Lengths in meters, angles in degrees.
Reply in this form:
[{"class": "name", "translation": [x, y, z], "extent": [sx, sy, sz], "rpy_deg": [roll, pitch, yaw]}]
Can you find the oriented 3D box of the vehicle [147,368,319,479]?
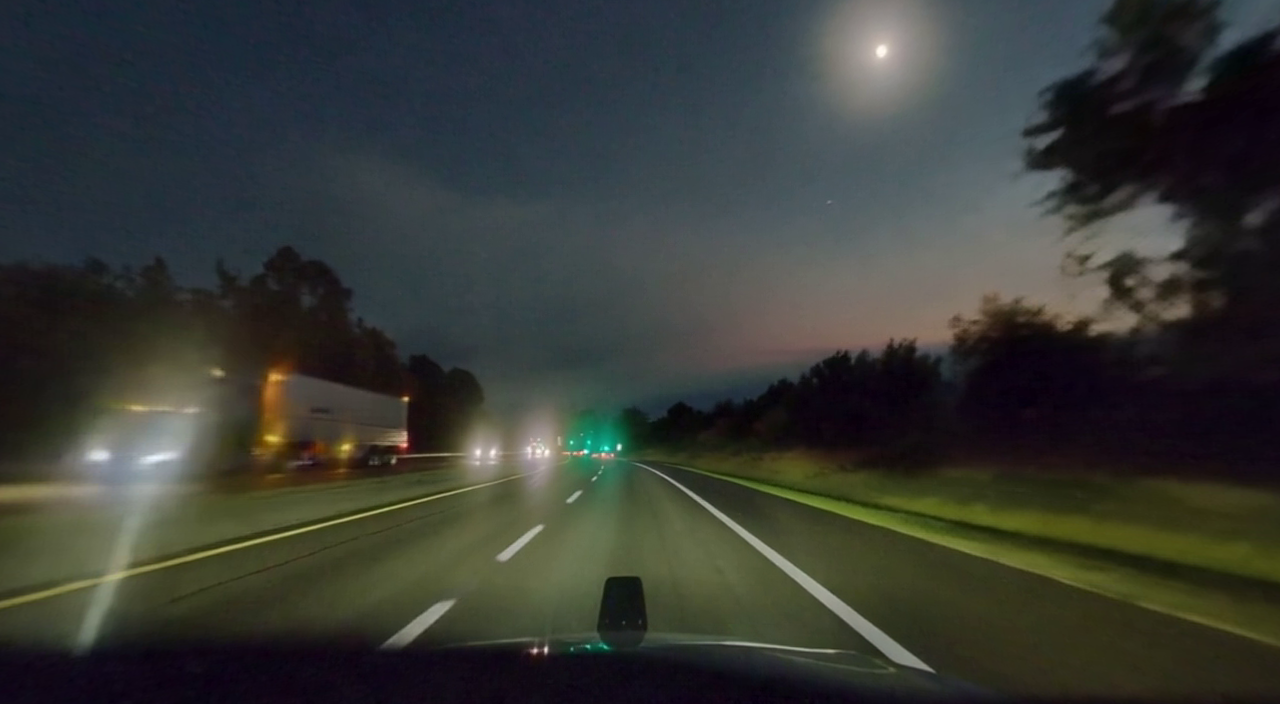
[{"class": "vehicle", "translation": [-16.136, 3.016, 25.648], "extent": [3.031, 3.950, 5.826], "rpy_deg": [0, -9, -2]}]
